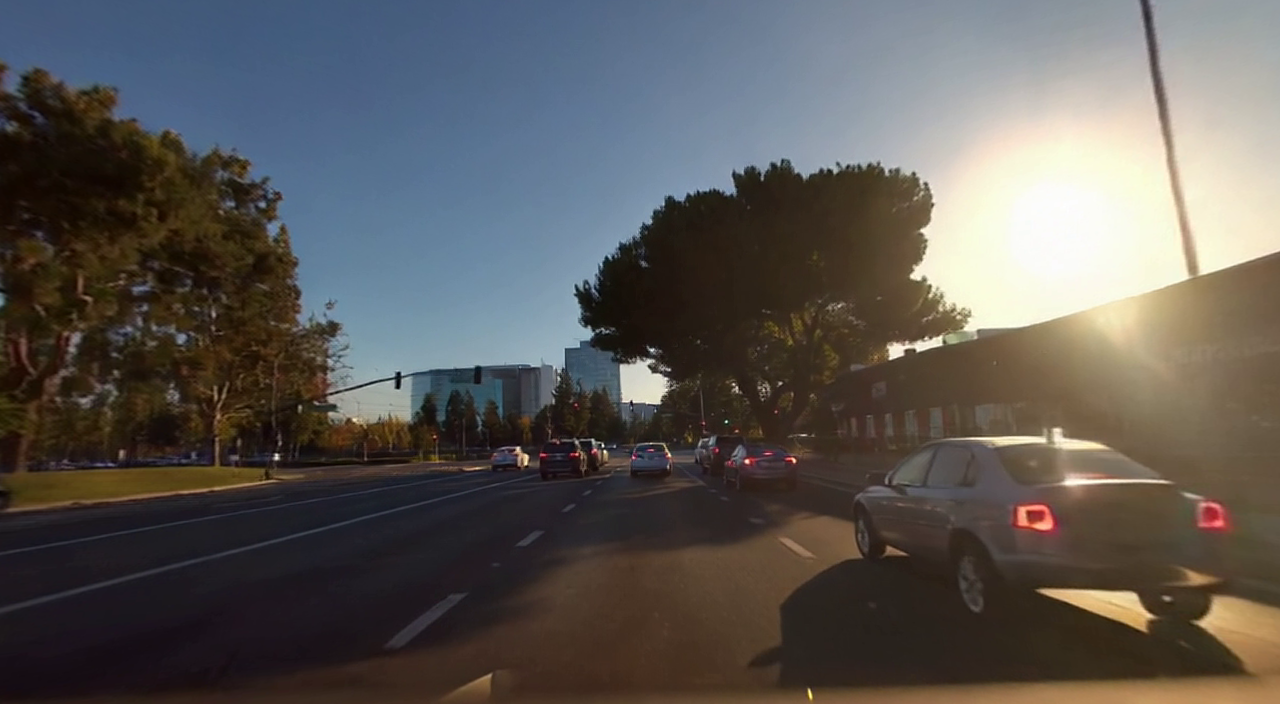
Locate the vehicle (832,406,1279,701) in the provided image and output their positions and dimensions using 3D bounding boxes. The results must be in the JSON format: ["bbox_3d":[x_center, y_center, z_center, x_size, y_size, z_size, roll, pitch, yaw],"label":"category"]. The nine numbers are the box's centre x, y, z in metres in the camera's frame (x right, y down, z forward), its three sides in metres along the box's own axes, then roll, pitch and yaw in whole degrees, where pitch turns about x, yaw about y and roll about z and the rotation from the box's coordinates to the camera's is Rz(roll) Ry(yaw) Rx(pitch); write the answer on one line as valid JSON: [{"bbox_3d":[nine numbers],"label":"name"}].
[{"bbox_3d":[3.313,1.344,5.428,1.948,1.474,4.360,0,-8,0],"label":"vehicle"}]

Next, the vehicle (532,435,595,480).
[{"bbox_3d":[-3.110,4.434,26.667,2.023,1.720,4.452,-1,-8,1],"label":"vehicle"}]

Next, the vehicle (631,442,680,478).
[{"bbox_3d":[0.618,4.629,27.232,1.971,1.433,3.923,0,-8,0],"label":"vehicle"}]

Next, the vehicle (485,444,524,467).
[{"bbox_3d":[-9.898,7.587,46.316,1.989,1.598,4.054,-1,-9,0],"label":"vehicle"}]

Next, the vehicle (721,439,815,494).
[{"bbox_3d":[3.702,3.393,19.053,1.913,1.463,4.198,0,-8,-1],"label":"vehicle"}]
